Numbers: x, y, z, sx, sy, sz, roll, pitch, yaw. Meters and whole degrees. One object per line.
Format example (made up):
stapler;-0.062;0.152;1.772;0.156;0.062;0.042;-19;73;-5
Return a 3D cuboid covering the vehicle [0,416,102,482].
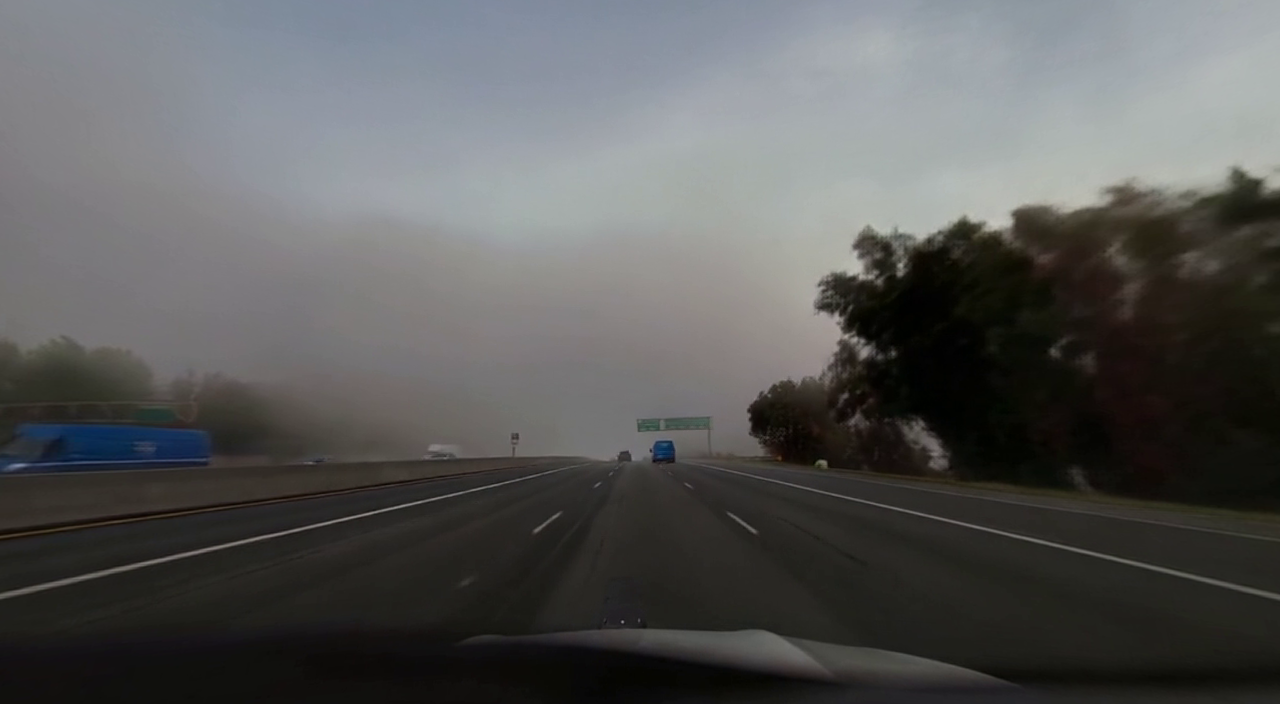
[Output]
vehicle;-39.515;6.301;40.979;3.163;3.960;6.362;0;-9;-1

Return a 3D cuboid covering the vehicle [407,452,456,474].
vehicle;-15.214;8.104;46.221;1.903;1.486;4.666;0;-9;1
